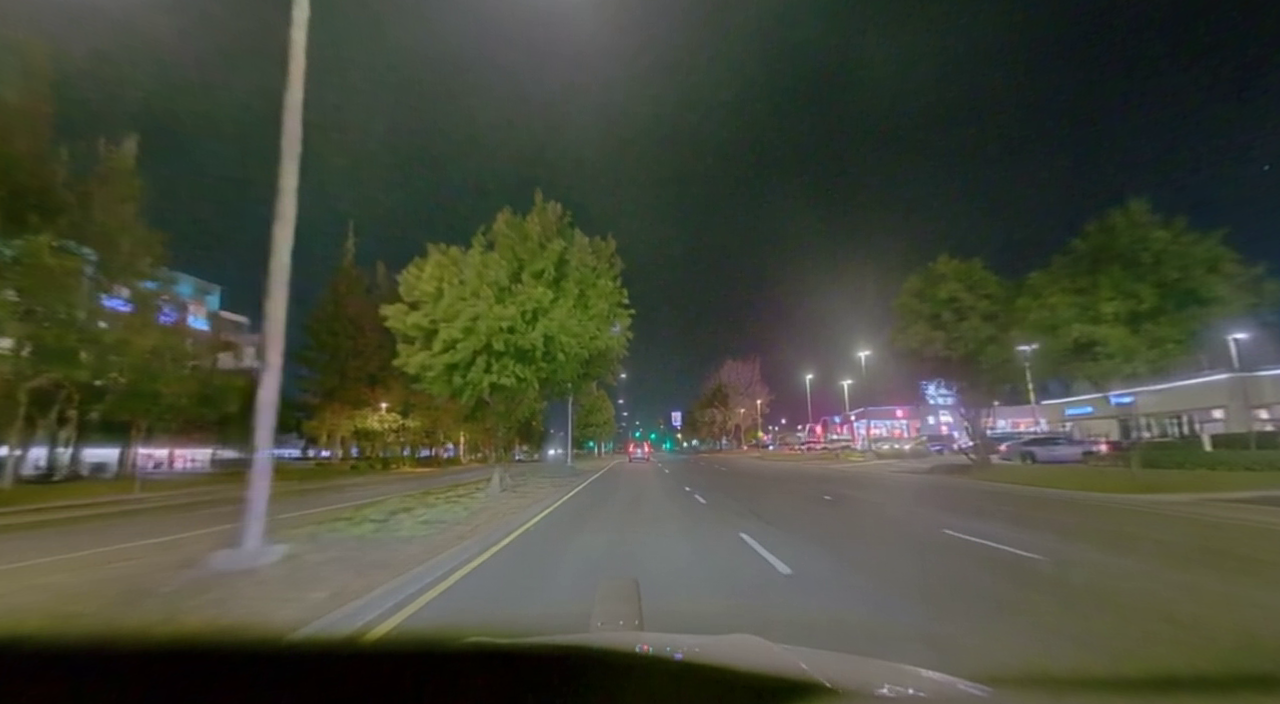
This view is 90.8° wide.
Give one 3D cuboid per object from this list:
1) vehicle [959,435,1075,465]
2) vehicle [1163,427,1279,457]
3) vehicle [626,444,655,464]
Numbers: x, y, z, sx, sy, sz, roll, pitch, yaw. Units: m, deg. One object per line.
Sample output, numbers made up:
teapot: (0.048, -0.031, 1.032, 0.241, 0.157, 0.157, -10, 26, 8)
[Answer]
vehicle: (19.940, 5.219, 33.671, 2.048, 1.462, 4.802, 5, -10, -32)
vehicle: (31.480, 4.889, 34.198, 1.927, 1.464, 4.368, 3, -9, -23)
vehicle: (-0.008, 8.017, 49.736, 2.159, 1.461, 4.142, 0, -9, -1)
